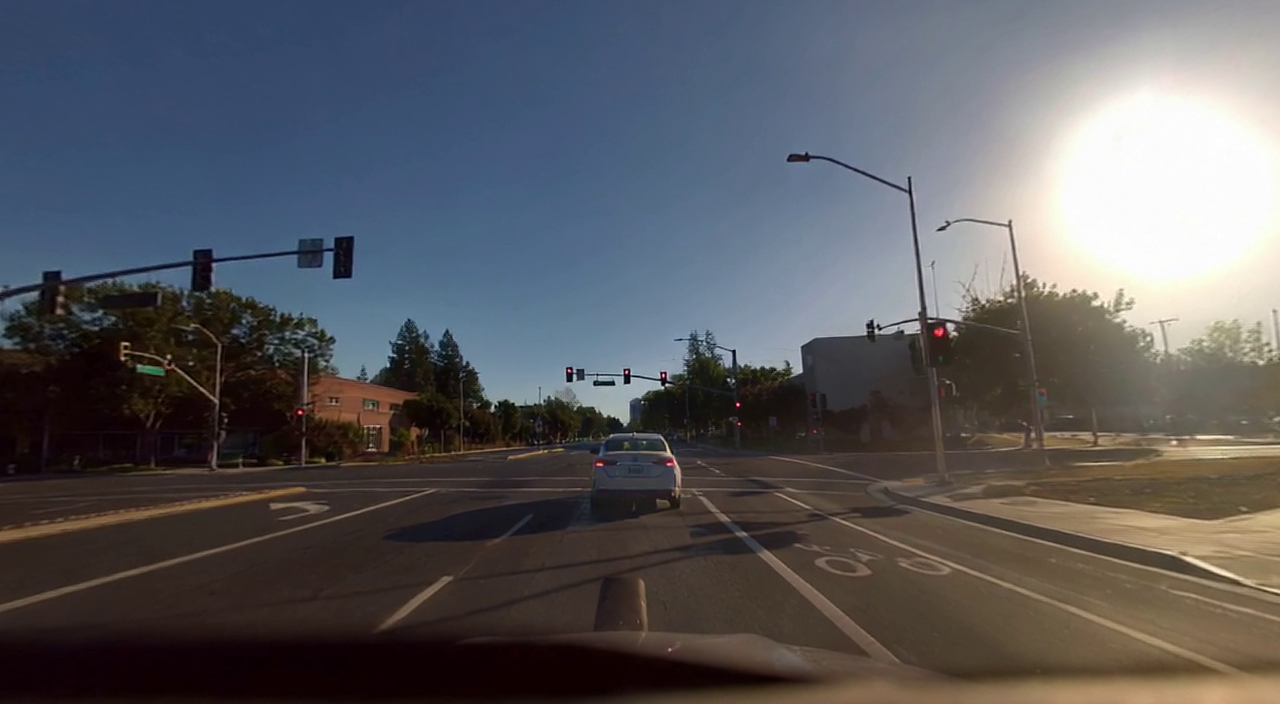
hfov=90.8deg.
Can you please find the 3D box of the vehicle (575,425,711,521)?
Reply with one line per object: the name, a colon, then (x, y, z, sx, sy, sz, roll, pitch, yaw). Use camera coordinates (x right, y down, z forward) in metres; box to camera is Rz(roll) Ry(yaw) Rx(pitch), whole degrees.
vehicle: (0.010, 2.178, 11.835, 2.107, 1.470, 3.974, 0, -9, -1)
